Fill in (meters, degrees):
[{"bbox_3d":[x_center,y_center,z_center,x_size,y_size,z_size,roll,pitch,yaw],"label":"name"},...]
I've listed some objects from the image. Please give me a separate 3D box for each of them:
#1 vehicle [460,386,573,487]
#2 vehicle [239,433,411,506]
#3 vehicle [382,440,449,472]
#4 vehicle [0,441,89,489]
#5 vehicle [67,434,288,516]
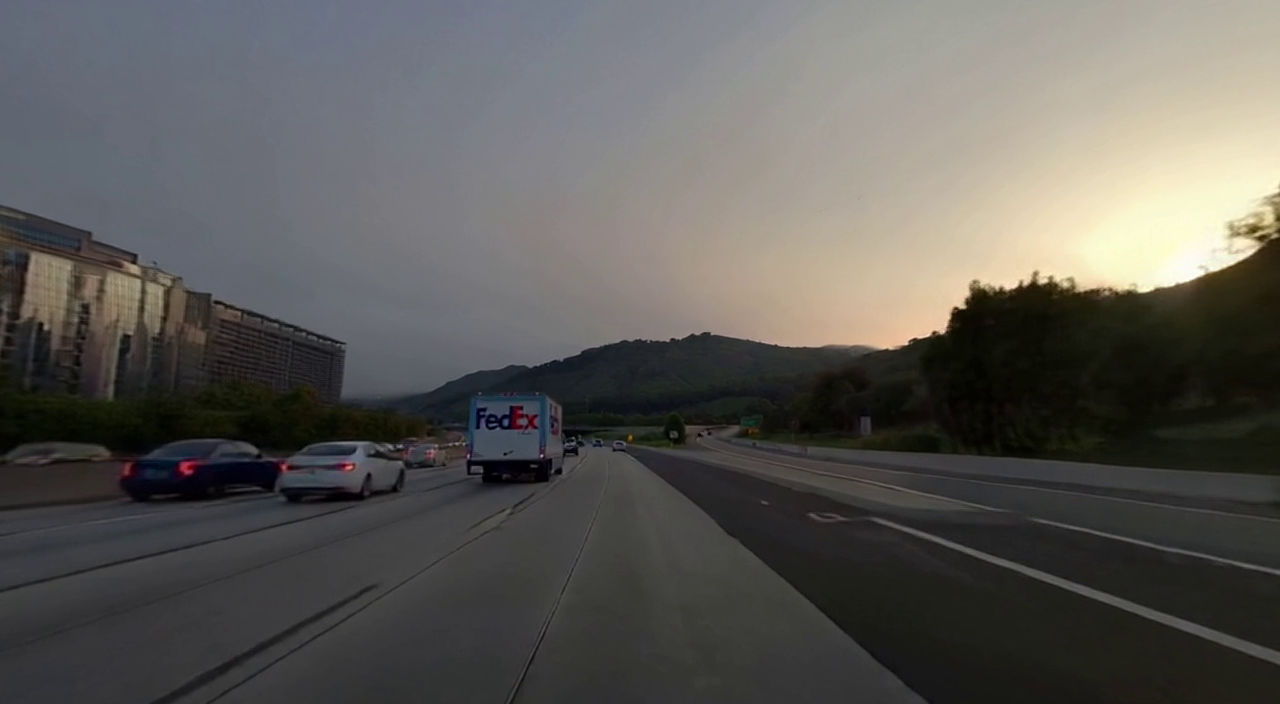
[{"bbox_3d":[-4.346,3.223,23.986,2.798,3.212,7.573,0,-8,0],"label":"vehicle"},{"bbox_3d":[-7.939,2.970,16.543,2.143,1.628,4.559,0,-8,0],"label":"vehicle"},{"bbox_3d":[-12.044,5.584,34.144,1.981,1.607,4.703,0,-8,-1],"label":"vehicle"},{"bbox_3d":[-20.447,3.573,20.152,1.837,1.467,4.280,0,-8,-1],"label":"vehicle"},{"bbox_3d":[-11.496,3.006,16.267,2.021,1.669,4.794,3,-7,0],"label":"vehicle"}]
